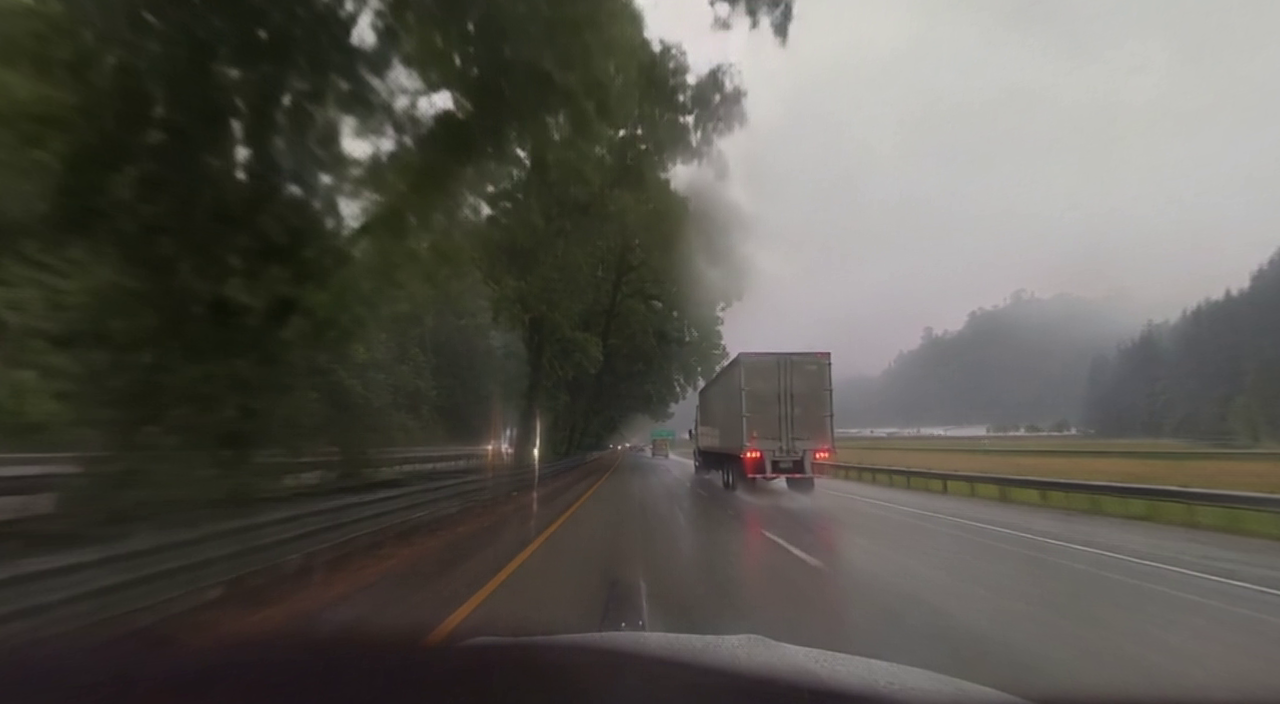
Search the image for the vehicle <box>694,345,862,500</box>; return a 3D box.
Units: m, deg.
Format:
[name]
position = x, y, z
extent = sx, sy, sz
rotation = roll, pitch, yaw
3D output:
[vehicle]
position = 4.149, 2.842, 23.067
extent = 2.950, 4.033, 13.276
rotation = 0, -9, -1
